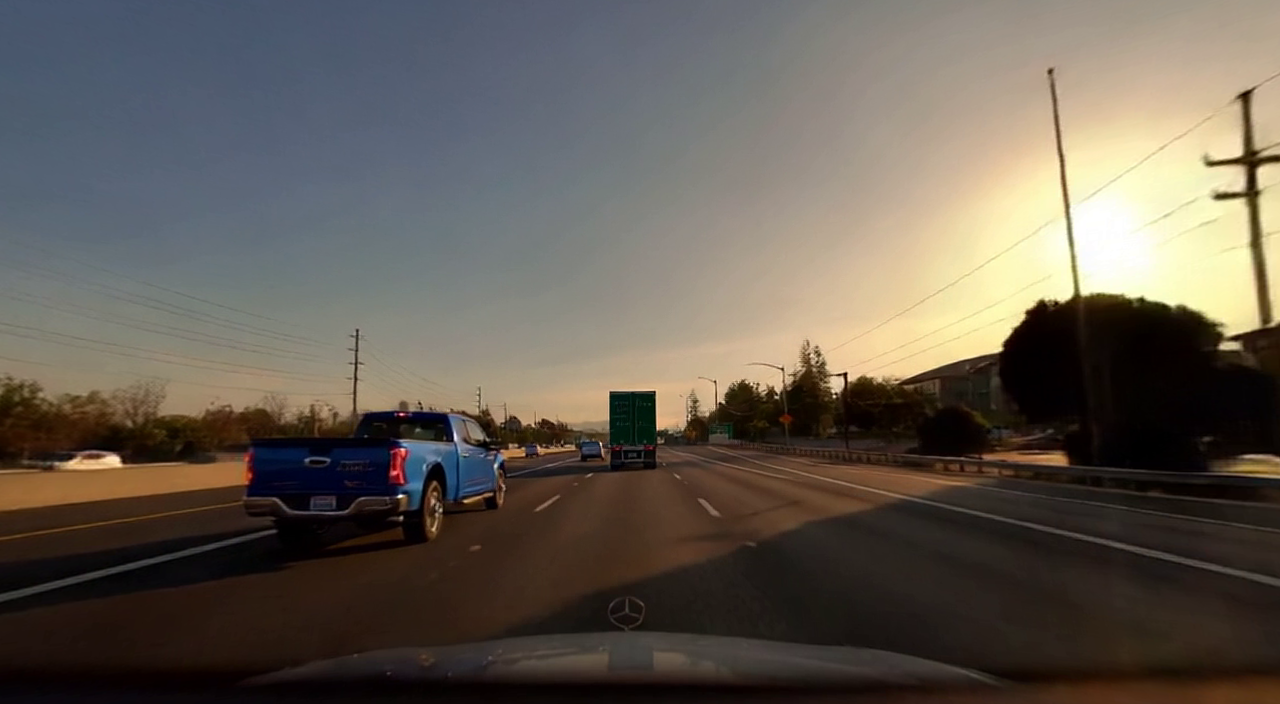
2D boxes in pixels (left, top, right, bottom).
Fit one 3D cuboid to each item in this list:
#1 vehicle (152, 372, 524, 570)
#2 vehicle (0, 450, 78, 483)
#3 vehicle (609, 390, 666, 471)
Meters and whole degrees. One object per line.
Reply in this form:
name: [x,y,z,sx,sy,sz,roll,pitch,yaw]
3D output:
vehicle: [-3.889,1.762,10.198,2.749,2.141,6.515,0,-8,0]
vehicle: [-33.652,6.154,34.081,1.841,1.605,5.098,0,-8,1]
vehicle: [-0.141,4.914,38.559,2.879,4.085,13.125,0,-8,0]
